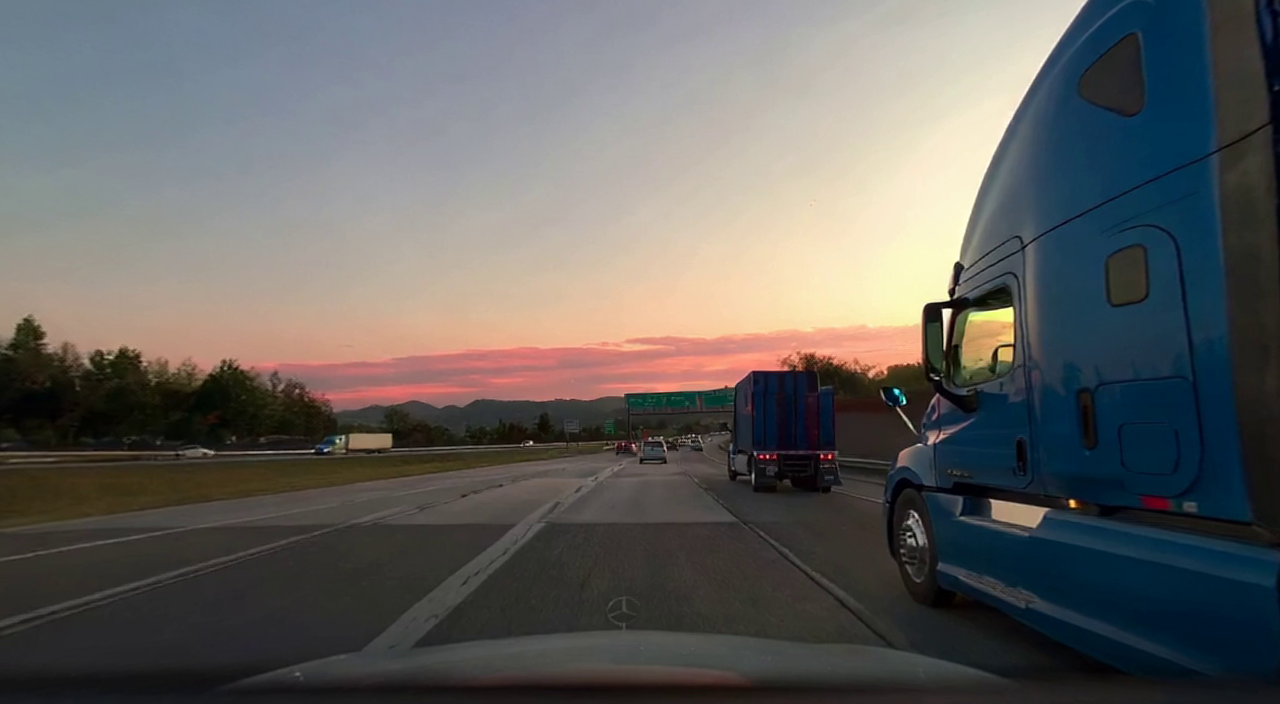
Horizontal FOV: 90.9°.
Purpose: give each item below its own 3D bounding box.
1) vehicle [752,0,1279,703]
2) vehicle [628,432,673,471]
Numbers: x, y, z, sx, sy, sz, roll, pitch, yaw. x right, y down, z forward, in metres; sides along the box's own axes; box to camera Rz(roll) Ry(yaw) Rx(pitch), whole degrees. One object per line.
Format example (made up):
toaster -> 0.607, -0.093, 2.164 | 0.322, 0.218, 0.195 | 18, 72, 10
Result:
vehicle -> 4.141, 0.337, 7.005 | 3.019, 4.145, 16.453 | -1, -8, 1
vehicle -> 0.513, 5.132, 32.628 | 2.205, 1.860, 4.301 | 0, -8, 0
